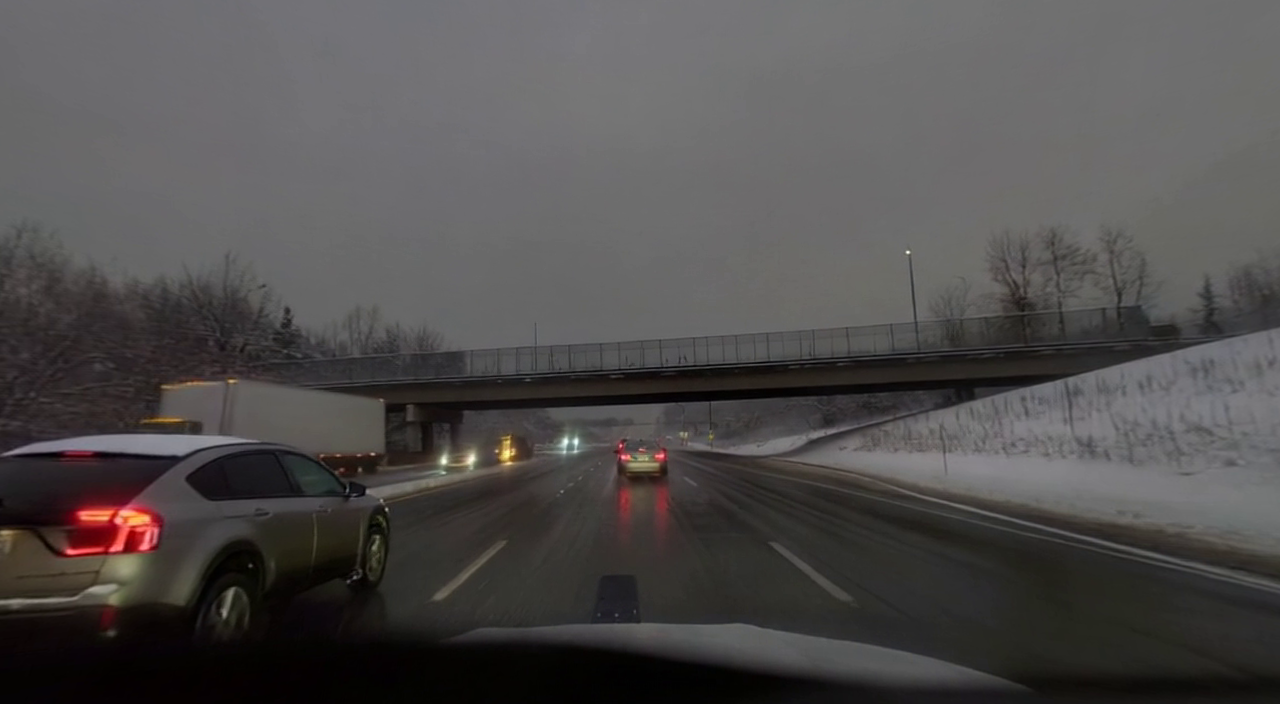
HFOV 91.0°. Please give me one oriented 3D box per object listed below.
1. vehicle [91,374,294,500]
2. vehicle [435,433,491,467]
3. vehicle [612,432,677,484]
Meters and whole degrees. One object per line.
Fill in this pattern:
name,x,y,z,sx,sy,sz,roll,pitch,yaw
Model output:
vehicle,-15.847,3.102,22.982,3.032,3.983,5.800,0,-8,-1
vehicle,-12.211,6.789,43.752,2.418,2.195,4.922,-1,-8,0
vehicle,0.085,3.693,22.327,2.092,1.636,4.024,0,-8,-2
